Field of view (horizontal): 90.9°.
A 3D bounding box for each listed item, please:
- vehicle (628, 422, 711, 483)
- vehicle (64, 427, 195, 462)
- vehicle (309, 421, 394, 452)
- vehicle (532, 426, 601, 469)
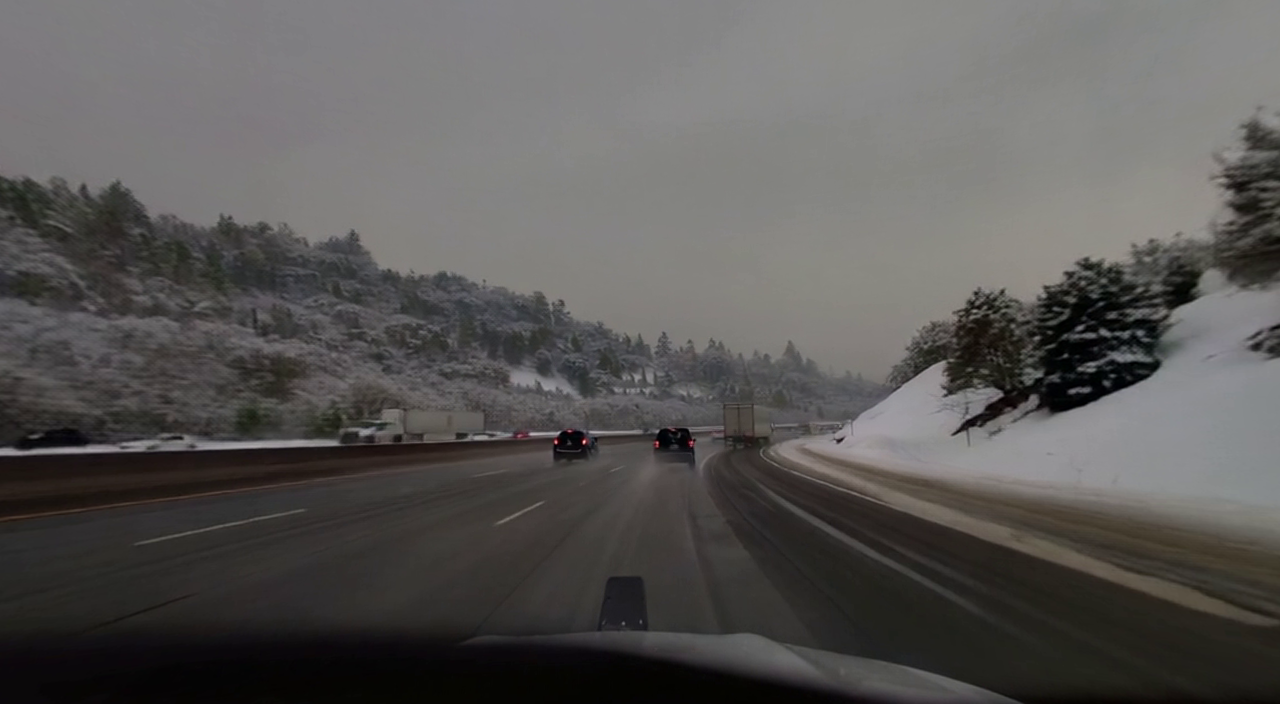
[{"bbox_3d":[1.037,3.347,21.266,2.484,1.820,4.497,-1,-8,4],"label":"vehicle"},{"bbox_3d":[-23.733,4.332,29.610,1.901,1.481,4.719,-1,-8,6],"label":"vehicle"},{"bbox_3d":[-18.954,5.624,41.795,2.337,1.884,5.798,-1,-8,7],"label":"vehicle"},{"bbox_3d":[-3.079,4.145,27.420,2.077,1.712,4.406,-1,-8,5],"label":"vehicle"}]
